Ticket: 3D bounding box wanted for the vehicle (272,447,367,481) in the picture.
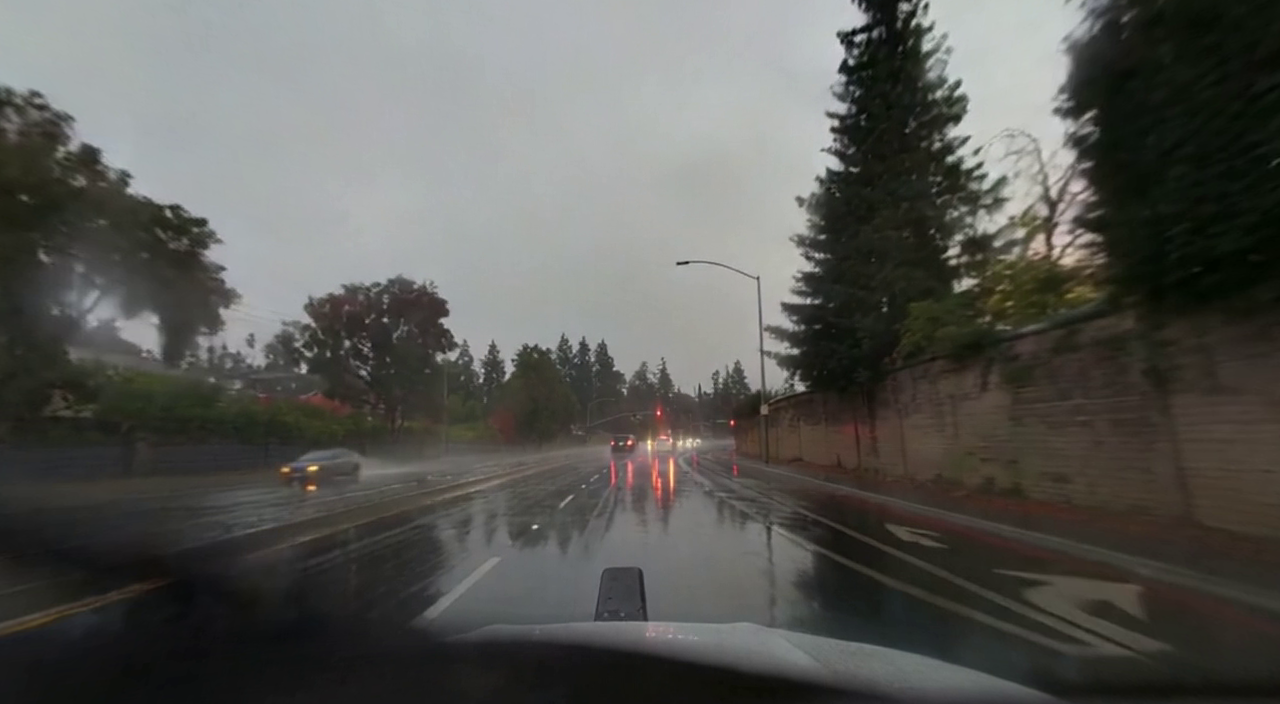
[{"bbox_3d":[-15.017,5.265,29.785,1.889,1.461,4.730,-1,-9,2],"label":"vehicle"}]
